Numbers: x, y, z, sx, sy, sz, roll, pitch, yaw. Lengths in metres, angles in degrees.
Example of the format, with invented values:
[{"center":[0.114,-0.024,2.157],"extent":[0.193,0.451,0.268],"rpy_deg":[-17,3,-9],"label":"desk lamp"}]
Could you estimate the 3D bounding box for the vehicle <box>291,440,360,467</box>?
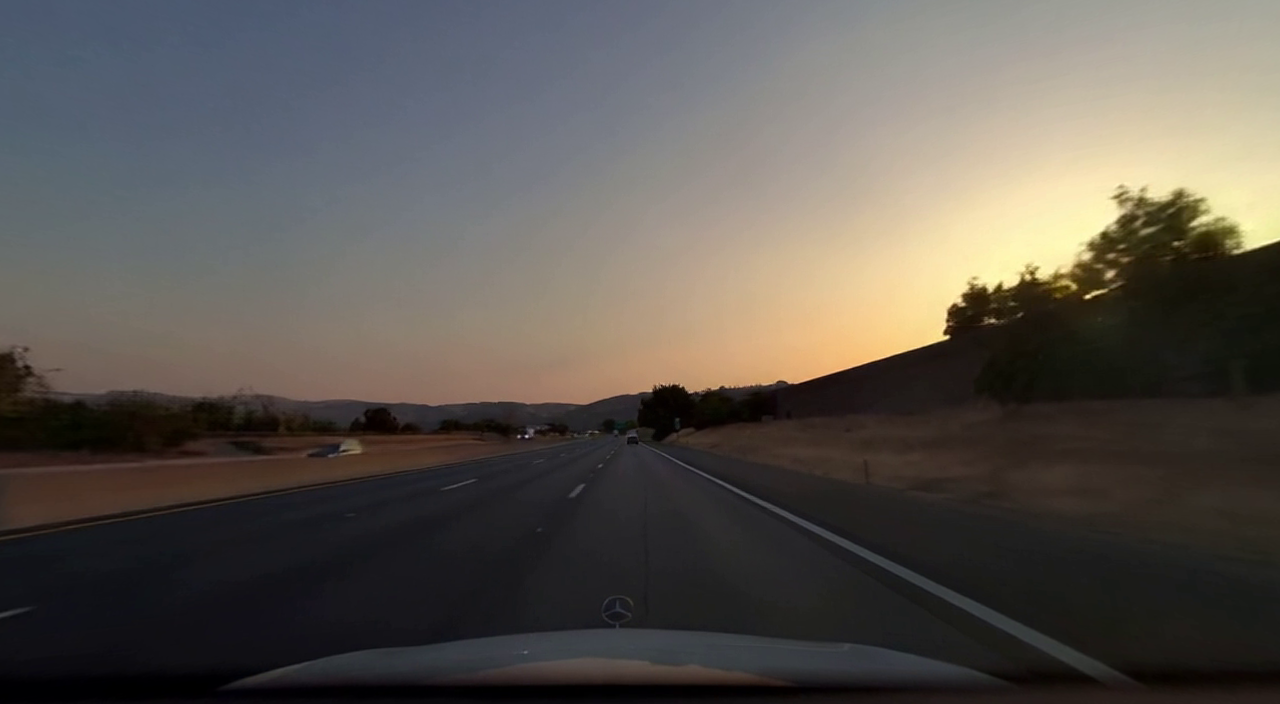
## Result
[{"center":[-19.272,6.214,38.818],"extent":[1.920,1.541,4.610],"rpy_deg":[0,-8,-1],"label":"vehicle"}]
